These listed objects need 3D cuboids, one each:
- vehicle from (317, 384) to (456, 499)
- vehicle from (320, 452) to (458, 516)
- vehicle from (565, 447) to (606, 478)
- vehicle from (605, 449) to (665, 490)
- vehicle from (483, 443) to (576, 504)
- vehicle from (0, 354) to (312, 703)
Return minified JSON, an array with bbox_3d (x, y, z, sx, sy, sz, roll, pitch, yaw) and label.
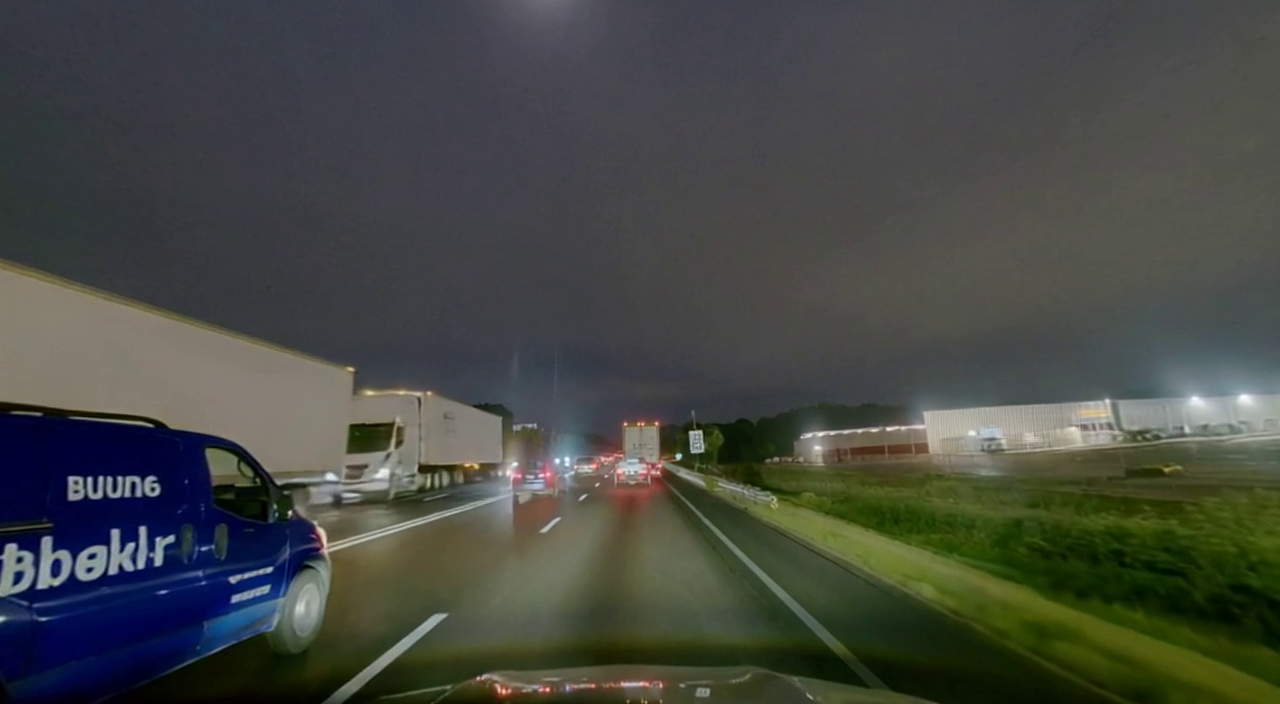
[{"bbox_3d":[-9.776,3.582,25.185,3.024,4.011,5.853,0,-9,0],"label":"vehicle"},{"bbox_3d":[-6.614,3.505,17.262,1.887,1.462,4.466,0,-9,1],"label":"vehicle"},{"bbox_3d":[-3.101,6.331,36.515,1.994,1.663,4.047,0,-9,0],"label":"vehicle"},{"bbox_3d":[-0.215,4.425,24.033,2.095,1.393,3.908,0,-9,-1],"label":"vehicle"},{"bbox_3d":[-3.164,3.562,18.973,1.937,1.600,4.141,0,-9,1],"label":"vehicle"},{"bbox_3d":[-3.047,0.781,1.402,2.117,1.688,4.582,0,-9,1],"label":"vehicle"}]
